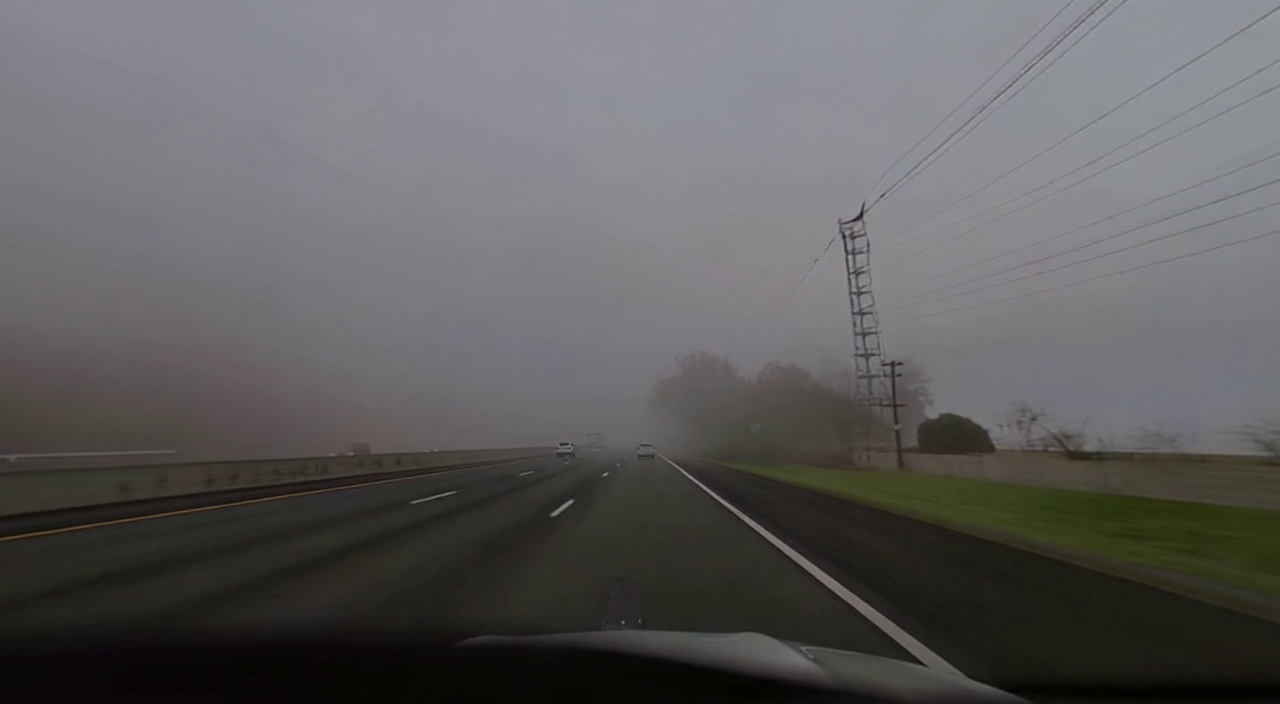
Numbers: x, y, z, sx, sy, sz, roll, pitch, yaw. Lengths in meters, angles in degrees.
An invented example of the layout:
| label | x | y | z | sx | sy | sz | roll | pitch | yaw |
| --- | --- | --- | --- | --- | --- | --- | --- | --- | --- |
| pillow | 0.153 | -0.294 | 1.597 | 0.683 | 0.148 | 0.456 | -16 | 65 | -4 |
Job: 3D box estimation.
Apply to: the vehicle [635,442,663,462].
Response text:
| label | x | y | z | sx | sy | sz | roll | pitch | yaw |
| --- | --- | --- | --- | --- | --- | --- | --- | --- | --- |
| vehicle | 0.656 | 7.698 | 48.577 | 2.057 | 1.453 | 3.926 | 0 | -8 | 0 |

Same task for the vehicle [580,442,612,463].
| label | x | y | z | sx | sy | sz | roll | pitch | yaw |
| --- | --- | --- | --- | --- | --- | --- | --- | --- | --- |
| vehicle | -3.240 | 7.480 | 46.943 | 2.046 | 1.478 | 4.111 | 0 | -8 | 0 |
